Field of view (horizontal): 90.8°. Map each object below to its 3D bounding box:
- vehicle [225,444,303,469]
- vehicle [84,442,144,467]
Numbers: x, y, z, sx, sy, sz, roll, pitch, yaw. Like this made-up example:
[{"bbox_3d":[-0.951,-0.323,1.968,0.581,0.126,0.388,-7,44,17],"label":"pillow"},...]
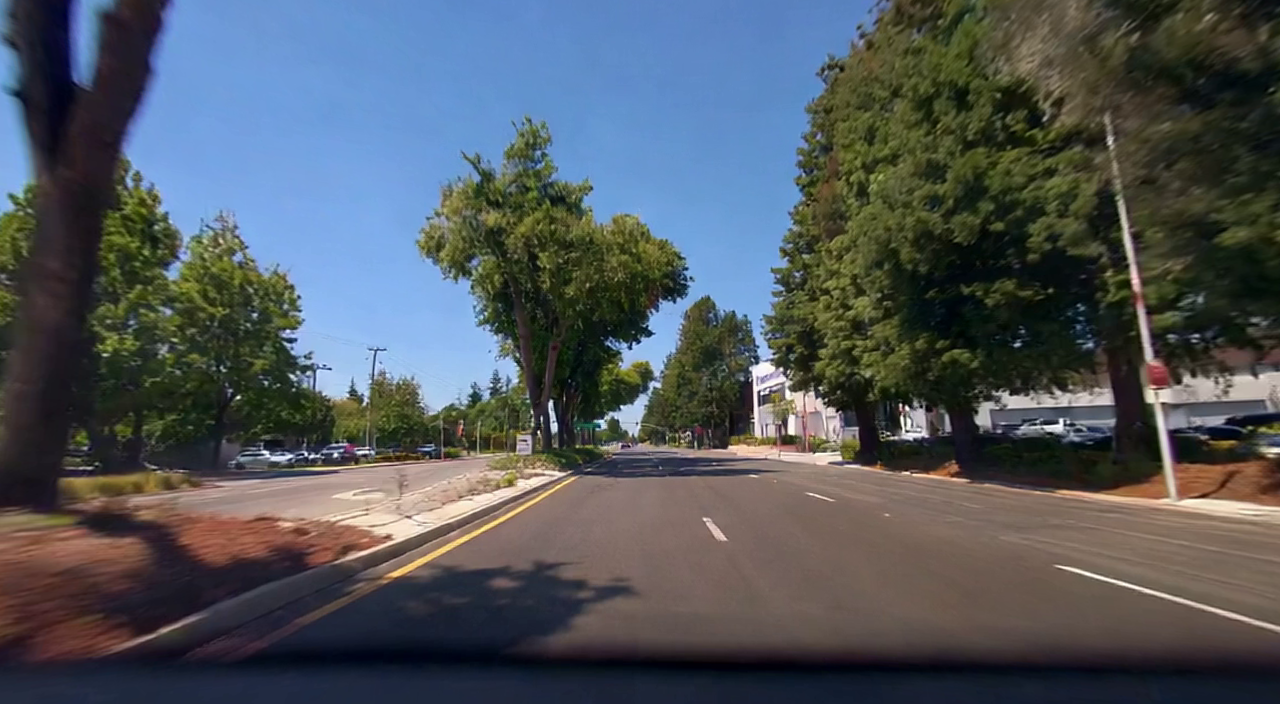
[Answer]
[{"bbox_3d":[-28.434,7.922,47.987,4.922,1.511,1.959,1,-8,-27],"label":"vehicle"},{"bbox_3d":[-41.624,8.092,49.962,4.997,1.912,2.111,-6,-10,33],"label":"vehicle"}]
